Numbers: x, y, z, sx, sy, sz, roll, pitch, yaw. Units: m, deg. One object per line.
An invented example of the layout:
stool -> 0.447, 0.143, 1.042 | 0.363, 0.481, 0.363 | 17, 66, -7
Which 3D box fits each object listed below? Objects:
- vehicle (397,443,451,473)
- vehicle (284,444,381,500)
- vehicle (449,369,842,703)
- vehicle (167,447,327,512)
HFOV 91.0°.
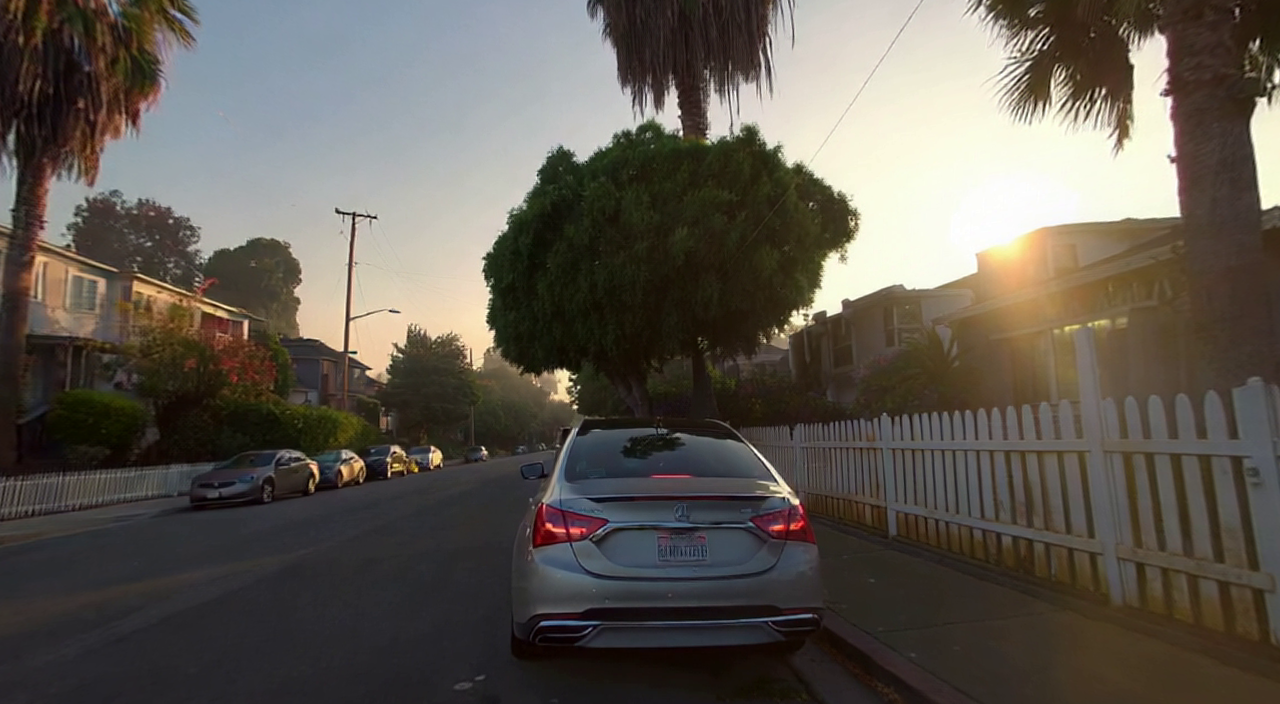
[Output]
vehicle -> -13.173, 6.463, 38.706 | 2.060, 1.689, 4.999 | 1, -8, -7
vehicle -> -12.158, 4.709, 25.267 | 2.048, 1.485, 4.757 | -4, -4, -7
vehicle -> -0.128, 1.213, 4.997 | 1.894, 1.695, 3.795 | 1, -8, -5
vehicle -> -11.393, 3.659, 18.793 | 2.017, 1.627, 5.039 | 1, -8, -7
